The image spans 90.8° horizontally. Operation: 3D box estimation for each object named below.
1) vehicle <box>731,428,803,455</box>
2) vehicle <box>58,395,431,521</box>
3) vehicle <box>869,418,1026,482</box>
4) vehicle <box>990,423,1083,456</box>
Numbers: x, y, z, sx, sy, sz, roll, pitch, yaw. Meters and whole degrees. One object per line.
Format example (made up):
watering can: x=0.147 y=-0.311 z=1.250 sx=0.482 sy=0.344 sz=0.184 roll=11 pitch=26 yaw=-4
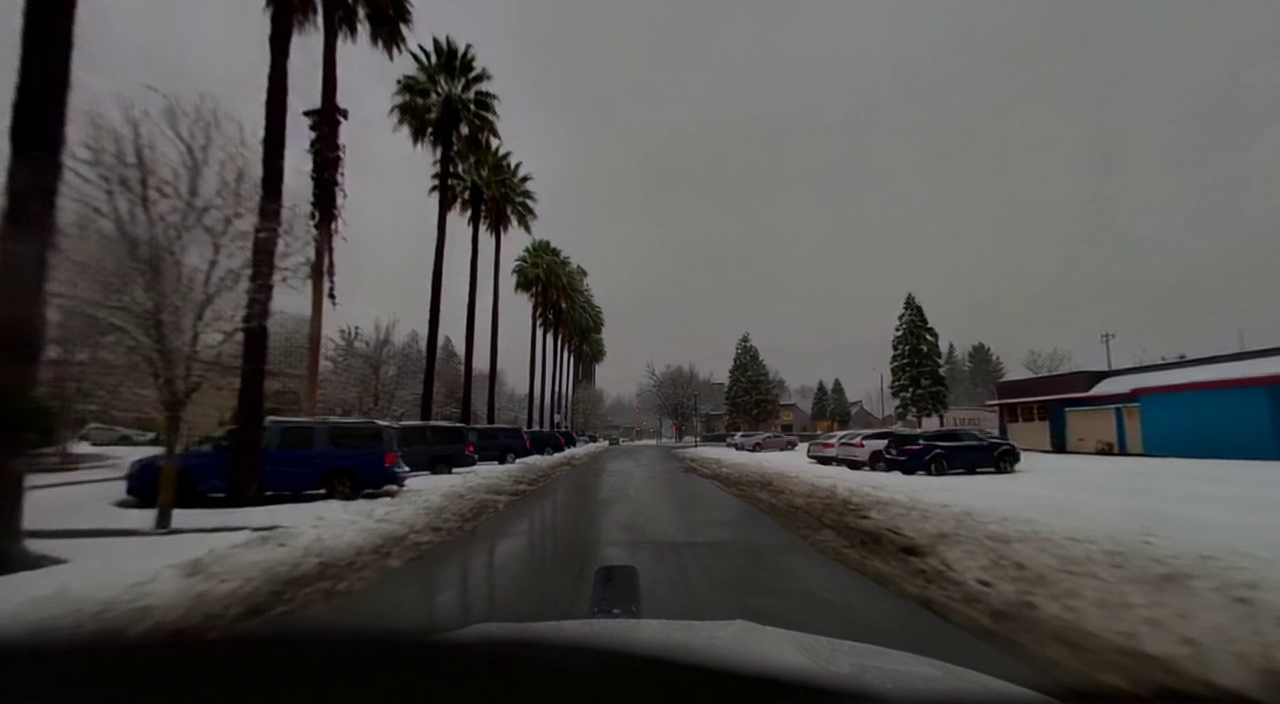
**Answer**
vehicle: x=9.011 y=6.417 z=44.828 sx=4.758 sy=1.759 sz=2.068 roll=5 pitch=-11 yaw=-27
vehicle: x=-6.810 y=1.899 z=11.624 sx=5.210 sy=1.834 sz=2.281 roll=5 pitch=-10 yaw=-29
vehicle: x=9.597 y=3.037 z=19.670 sx=4.509 sy=1.759 sz=2.077 roll=5 pitch=-10 yaw=-29
vehicle: x=21.530 y=4.800 z=34.507 sx=4.120 sy=1.659 sz=1.894 roll=-5 pitch=-10 yaw=29
